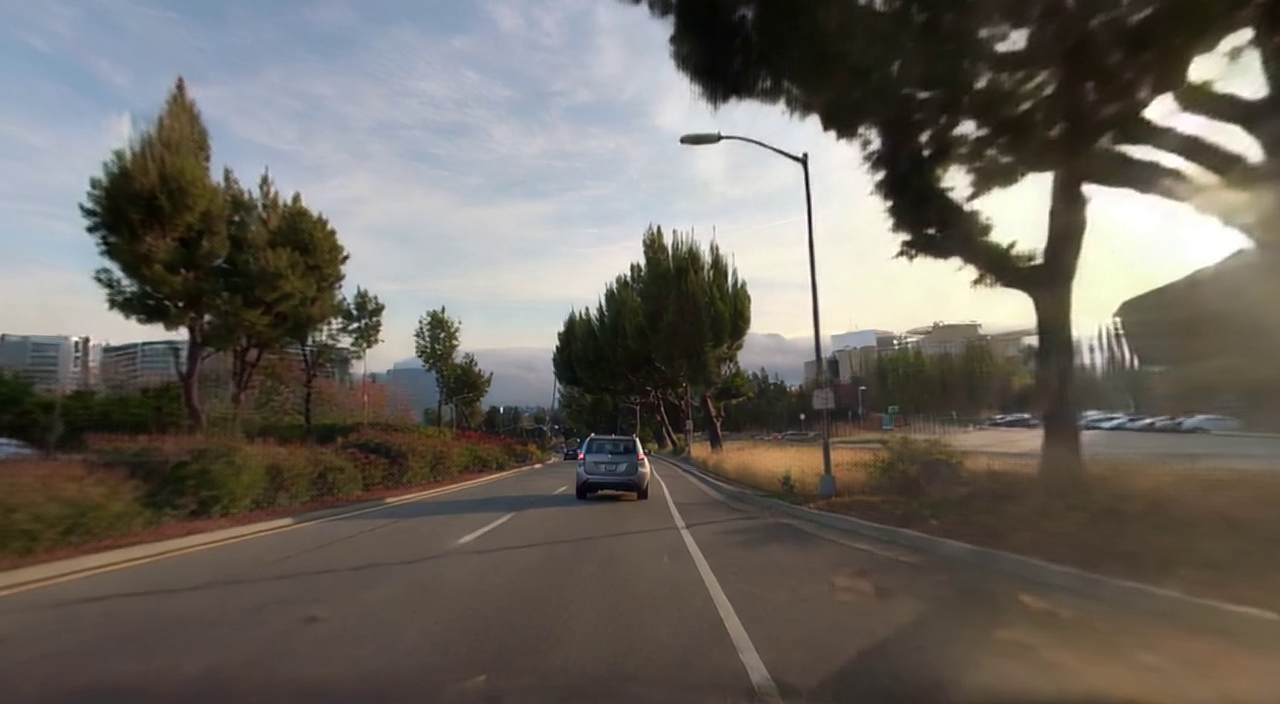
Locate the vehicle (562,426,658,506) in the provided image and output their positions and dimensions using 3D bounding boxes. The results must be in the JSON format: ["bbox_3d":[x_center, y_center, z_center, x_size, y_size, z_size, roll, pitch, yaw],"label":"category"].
[{"bbox_3d":[-0.689,2.877,16.321,2.131,1.761,4.242,0,-8,0],"label":"vehicle"}]
